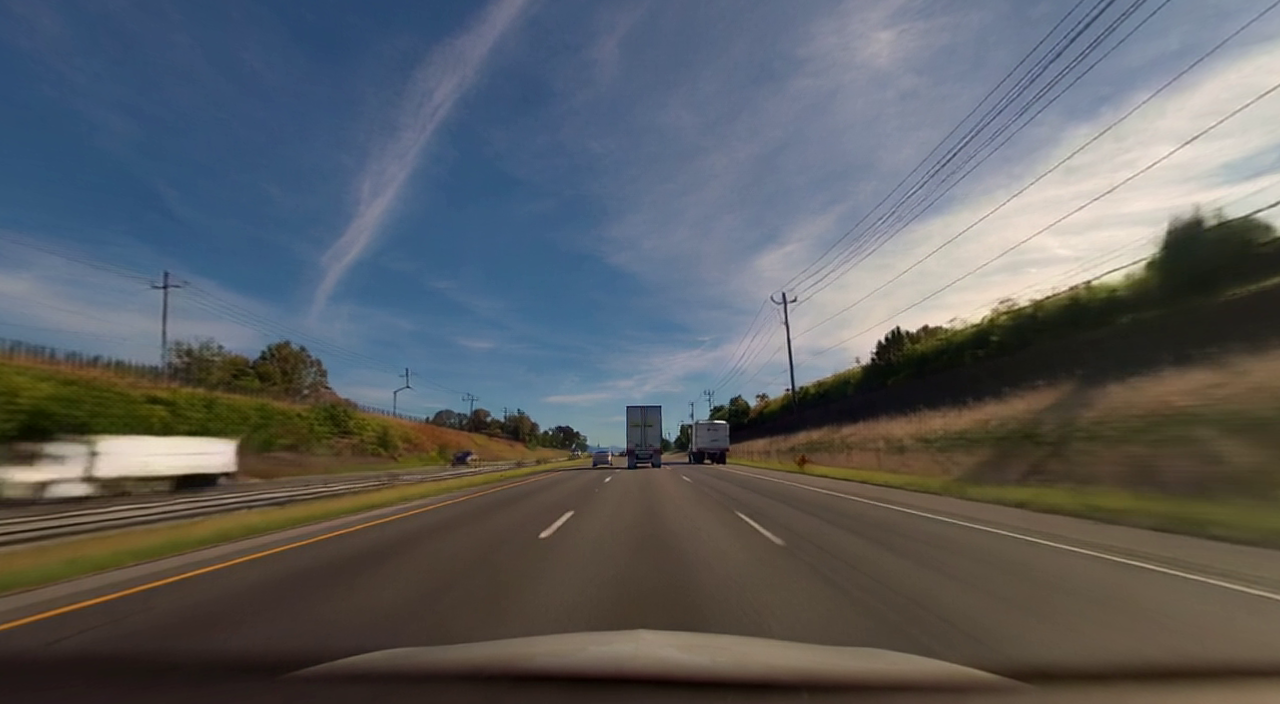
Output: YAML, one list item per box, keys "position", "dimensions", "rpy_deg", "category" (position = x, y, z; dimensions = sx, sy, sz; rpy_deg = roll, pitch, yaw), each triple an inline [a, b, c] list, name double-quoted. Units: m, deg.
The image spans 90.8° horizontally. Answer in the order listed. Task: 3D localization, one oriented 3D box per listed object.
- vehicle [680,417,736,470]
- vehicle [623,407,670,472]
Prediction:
- position: [4.605, 6.513, 44.519]
  dimensions: [2.938, 3.378, 8.820]
  rpy_deg: [0, -9, 0]
  category: "vehicle"
- position: [0.389, 6.632, 46.895]
  dimensions: [2.997, 4.076, 13.224]
  rpy_deg: [0, -9, 0]
  category: "vehicle"
